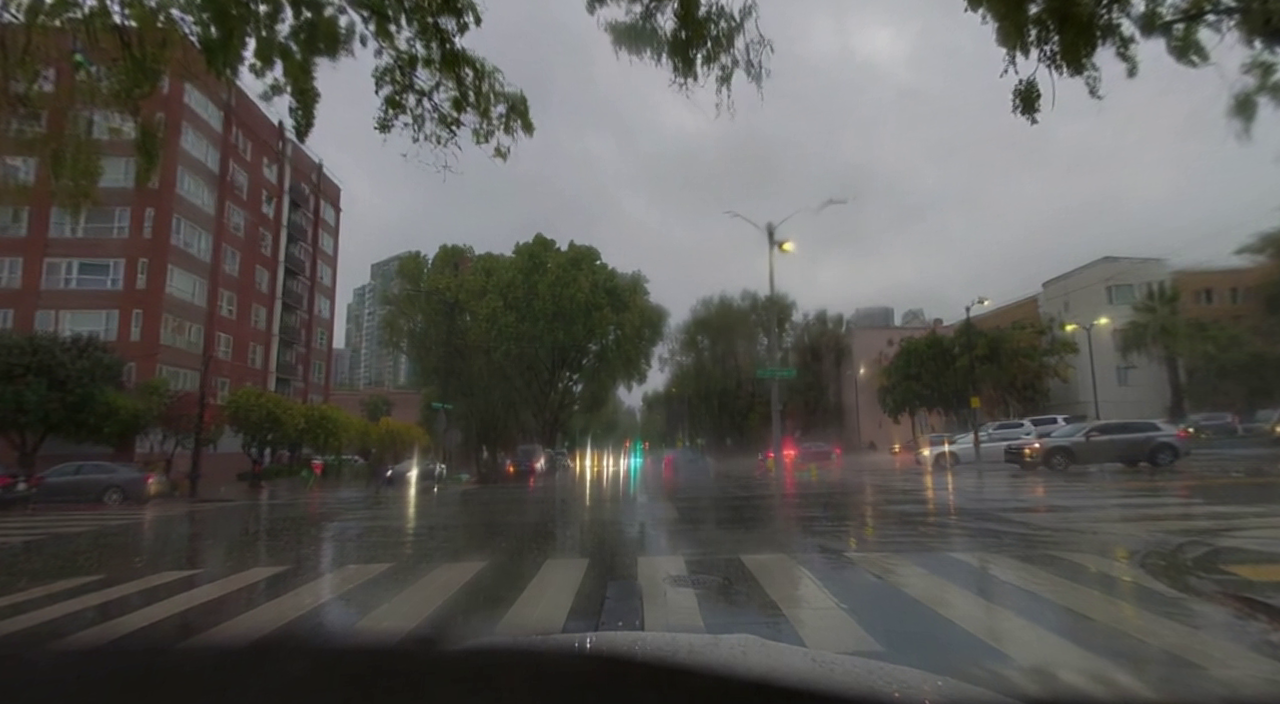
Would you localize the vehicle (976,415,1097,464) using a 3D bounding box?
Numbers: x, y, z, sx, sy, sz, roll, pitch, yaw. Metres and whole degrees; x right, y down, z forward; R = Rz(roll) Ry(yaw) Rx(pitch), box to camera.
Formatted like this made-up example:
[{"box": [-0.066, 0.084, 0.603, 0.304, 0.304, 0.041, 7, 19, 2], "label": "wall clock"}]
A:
[{"box": [16.744, 3.791, 27.001, 2.041, 1.921, 4.574, 0, -9, -2], "label": "vehicle"}]

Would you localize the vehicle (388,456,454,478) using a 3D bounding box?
[{"box": [-16.389, 8.627, 47.323, 4.203, 1.544, 1.889, -1, -8, 2], "label": "vehicle"}]

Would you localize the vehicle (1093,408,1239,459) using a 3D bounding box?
[{"box": [22.305, 3.533, 27.147, 2.137, 1.962, 4.988, -1, -8, 3], "label": "vehicle"}]

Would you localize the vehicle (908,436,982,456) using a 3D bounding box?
[{"box": [23.016, 7.087, 47.775, 4.528, 1.475, 2.070, 0, -8, 3], "label": "vehicle"}]

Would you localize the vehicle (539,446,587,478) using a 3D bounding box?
[{"box": [-4.474, 6.500, 37.383, 2.102, 1.768, 4.290, -1, -10, 2], "label": "vehicle"}]

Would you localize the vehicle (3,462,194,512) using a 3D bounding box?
[{"box": [-17.316, 4.316, 20.377, 4.439, 1.448, 1.793, 0, -9, 0], "label": "vehicle"}]

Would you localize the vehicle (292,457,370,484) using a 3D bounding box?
[{"box": [-23.206, 8.897, 47.533, 4.844, 1.836, 2.117, -1, -8, 6], "label": "vehicle"}]

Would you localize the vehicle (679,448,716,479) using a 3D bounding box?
[{"box": [3.198, 6.169, 35.217, 1.942, 1.603, 3.785, -1, -8, 5], "label": "vehicle"}]

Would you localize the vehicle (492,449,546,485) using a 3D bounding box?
[{"box": [-7.615, 7.250, 40.256, 2.193, 1.814, 5.061, -9, -8, 0], "label": "vehicle"}]
